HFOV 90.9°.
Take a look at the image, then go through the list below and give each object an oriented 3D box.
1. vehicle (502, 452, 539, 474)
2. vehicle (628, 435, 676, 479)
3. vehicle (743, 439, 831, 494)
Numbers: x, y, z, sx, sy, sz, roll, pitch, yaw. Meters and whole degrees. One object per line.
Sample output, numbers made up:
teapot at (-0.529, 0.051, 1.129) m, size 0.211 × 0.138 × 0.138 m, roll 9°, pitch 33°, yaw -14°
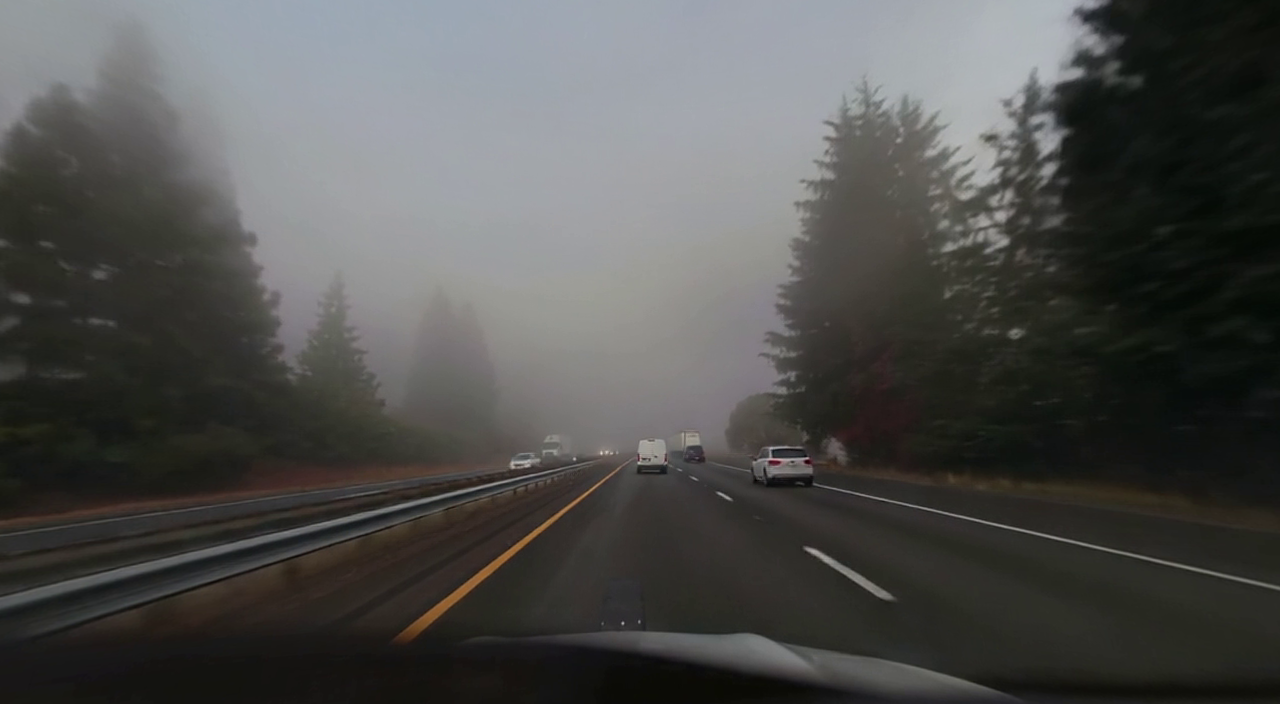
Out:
vehicle at (-8.552, 7.962, 45.389) m, size 1.884 × 1.486 × 3.974 m, roll 0°, pitch -9°, yaw 1°
vehicle at (0.528, 5.031, 30.400) m, size 2.143 × 1.925 × 4.101 m, roll 0°, pitch -9°, yaw 0°
vehicle at (4.584, 3.609, 20.189) m, size 1.868 × 1.566 × 3.509 m, roll 0°, pitch -9°, yaw -1°
